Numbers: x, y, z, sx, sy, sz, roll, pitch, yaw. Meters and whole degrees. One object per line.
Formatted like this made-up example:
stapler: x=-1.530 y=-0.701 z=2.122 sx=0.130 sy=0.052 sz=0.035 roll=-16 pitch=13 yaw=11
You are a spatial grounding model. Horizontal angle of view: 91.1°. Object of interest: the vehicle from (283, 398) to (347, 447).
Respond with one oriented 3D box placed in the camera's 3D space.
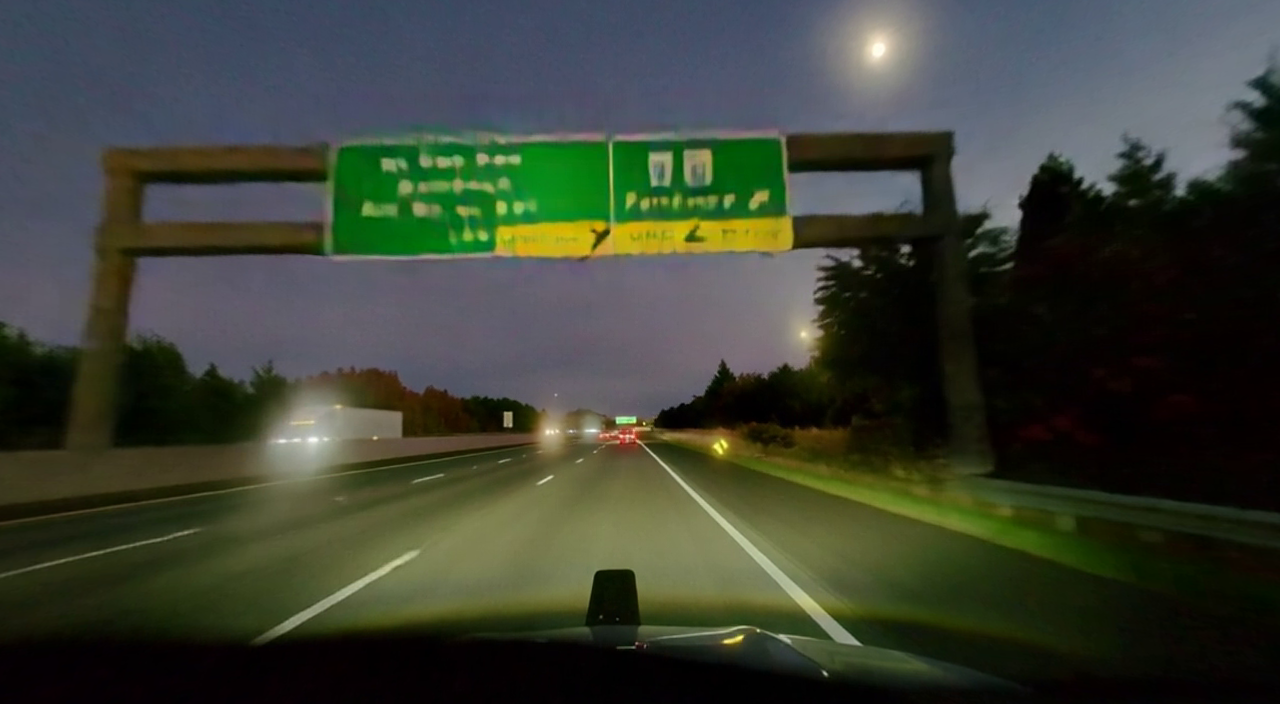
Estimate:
vehicle: x=-24.201 y=5.295 z=46.973 sx=2.906 sy=3.475 sz=3.315 roll=0 pitch=-8 yaw=-1
